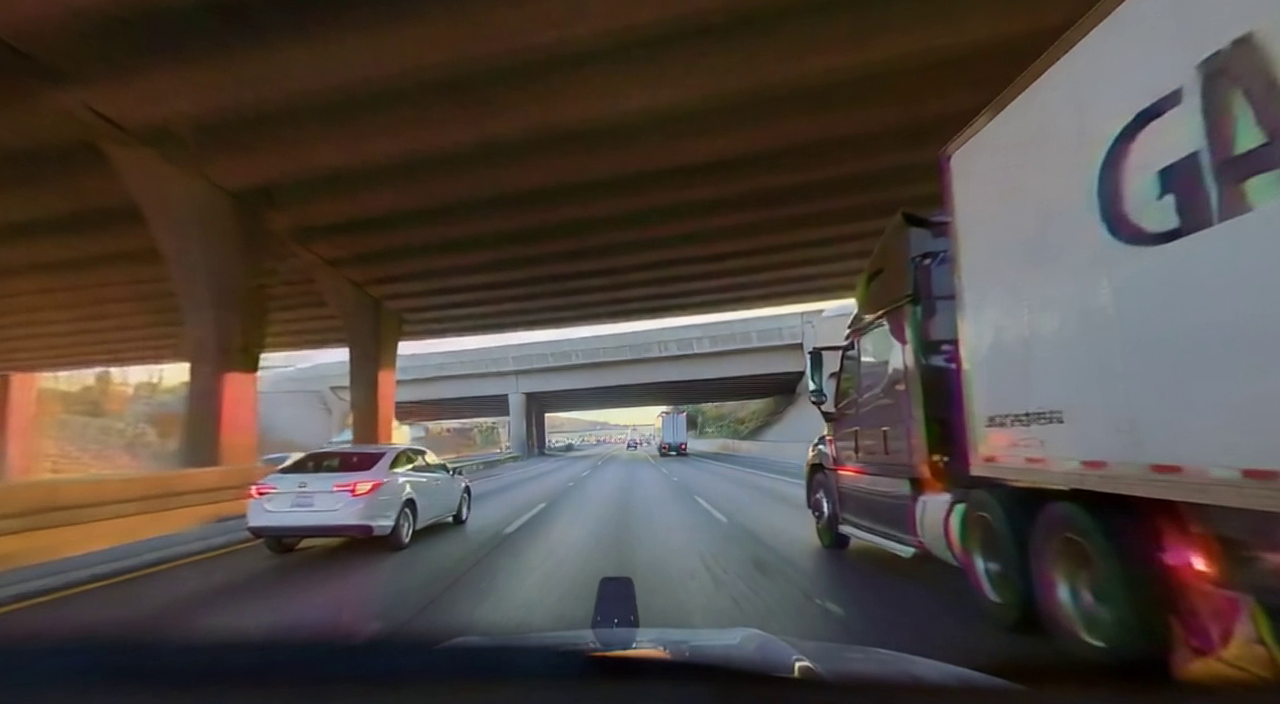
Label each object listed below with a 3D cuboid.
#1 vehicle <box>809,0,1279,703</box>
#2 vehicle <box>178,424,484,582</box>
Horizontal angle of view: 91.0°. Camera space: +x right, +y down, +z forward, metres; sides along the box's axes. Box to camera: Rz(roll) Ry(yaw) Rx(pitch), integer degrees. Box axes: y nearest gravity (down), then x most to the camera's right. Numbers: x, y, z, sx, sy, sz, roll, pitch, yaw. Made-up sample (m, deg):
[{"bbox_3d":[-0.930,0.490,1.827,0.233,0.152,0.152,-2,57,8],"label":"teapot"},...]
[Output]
[{"bbox_3d":[4.108,0.212,6.204,3.025,3.886,5.884,0,-8,-1],"label":"vehicle"},{"bbox_3d":[-3.548,1.774,8.296,1.990,1.520,4.100,0,-8,-1],"label":"vehicle"}]
